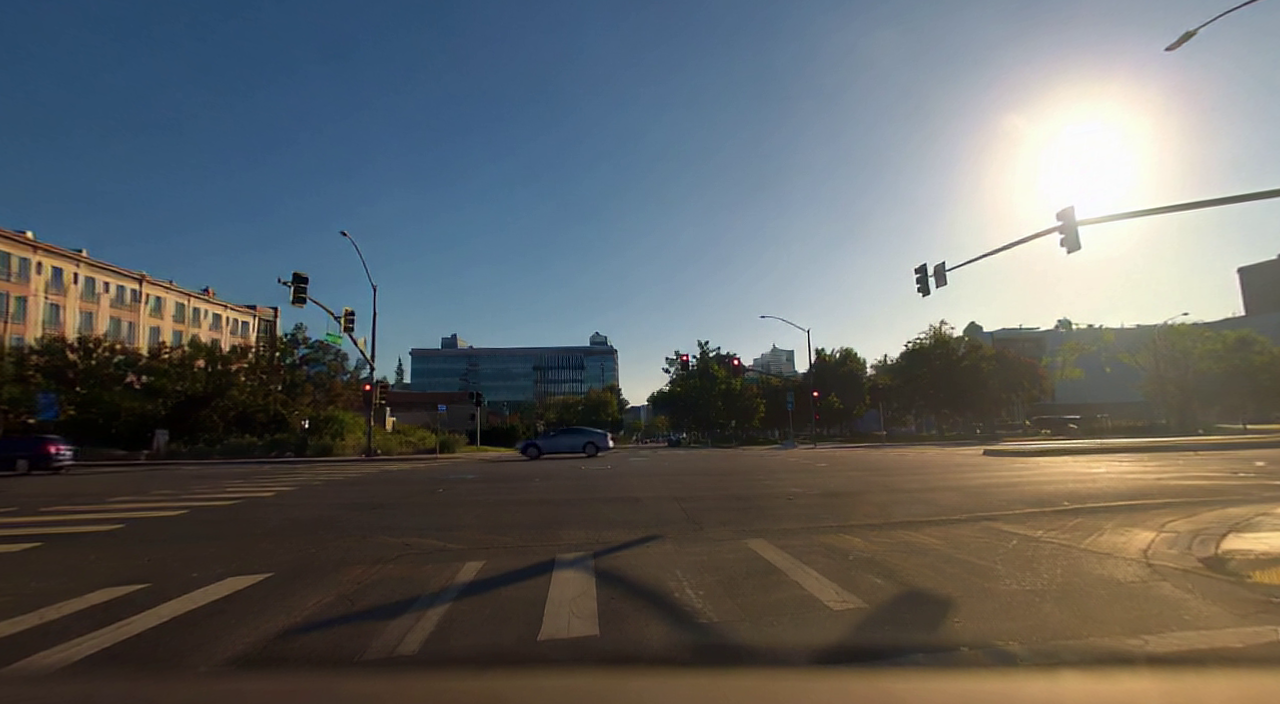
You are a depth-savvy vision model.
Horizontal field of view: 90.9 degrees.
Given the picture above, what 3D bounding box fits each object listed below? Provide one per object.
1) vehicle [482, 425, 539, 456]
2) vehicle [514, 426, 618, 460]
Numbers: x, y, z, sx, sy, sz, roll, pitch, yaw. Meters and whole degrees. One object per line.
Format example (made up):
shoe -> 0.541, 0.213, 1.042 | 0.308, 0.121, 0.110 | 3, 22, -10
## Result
vehicle -> -8.285, 5.734, 40.870 | 2.000, 1.864, 5.044 | -1, -9, 7
vehicle -> -3.345, 4.110, 28.506 | 4.510, 1.431, 1.884 | 1, -9, -8
